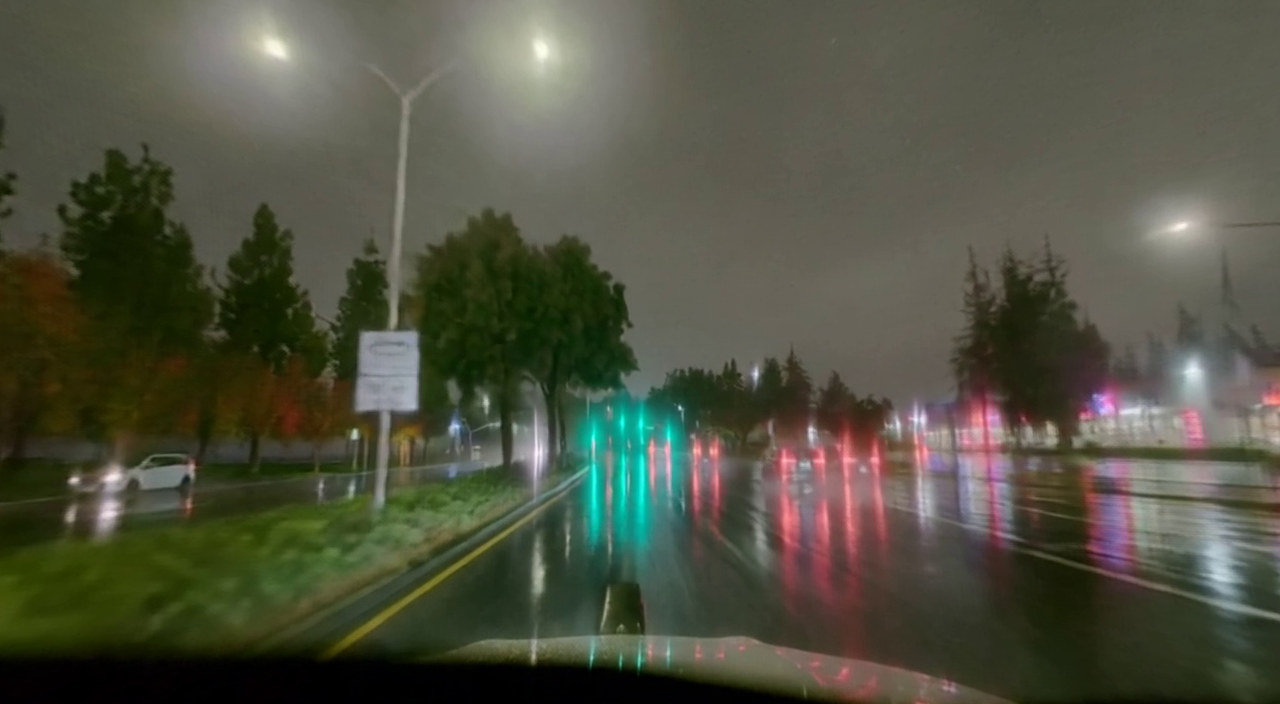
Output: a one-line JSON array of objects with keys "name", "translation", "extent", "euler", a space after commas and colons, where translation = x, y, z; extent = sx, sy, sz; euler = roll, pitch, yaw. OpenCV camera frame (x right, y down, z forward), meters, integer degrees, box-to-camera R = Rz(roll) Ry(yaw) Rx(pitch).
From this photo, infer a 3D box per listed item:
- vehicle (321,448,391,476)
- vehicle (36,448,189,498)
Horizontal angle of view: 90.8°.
[{"name": "vehicle", "translation": [-16.500, 6.369, 36.944], "extent": [1.961, 1.480, 4.520], "euler": [0, -8, 0]}, {"name": "vehicle", "translation": [-19.670, 4.490, 23.890], "extent": [1.957, 1.643, 4.460], "euler": [-1, -9, -1]}]
